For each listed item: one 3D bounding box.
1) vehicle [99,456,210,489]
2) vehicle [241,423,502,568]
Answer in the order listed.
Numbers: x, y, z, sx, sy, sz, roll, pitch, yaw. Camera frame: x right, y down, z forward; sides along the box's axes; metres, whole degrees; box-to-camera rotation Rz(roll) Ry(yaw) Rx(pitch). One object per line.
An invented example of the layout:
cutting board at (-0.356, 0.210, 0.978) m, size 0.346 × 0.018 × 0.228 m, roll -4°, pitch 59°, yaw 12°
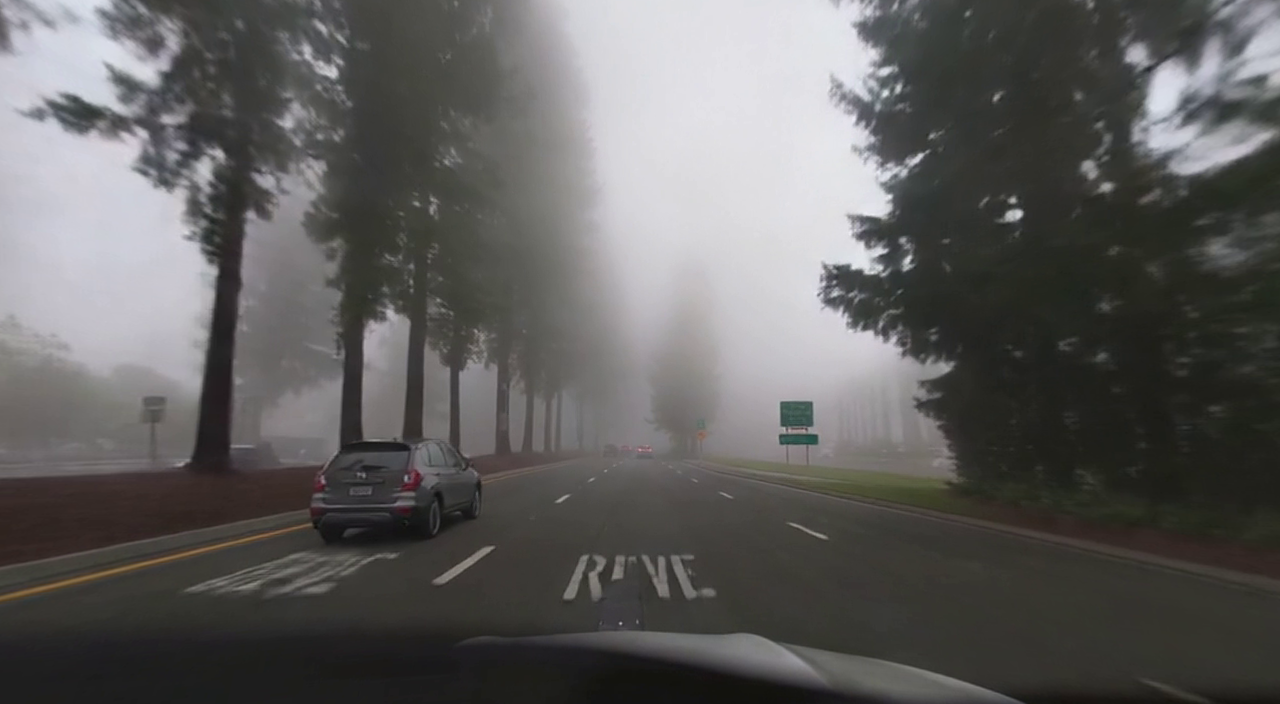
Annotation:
vehicle at (-24.521, 6.055, 32.168) m, size 1.985 × 1.464 × 4.698 m, roll 0°, pitch -9°, yaw -1°
vehicle at (-3.434, 1.904, 9.148) m, size 1.942 × 1.588 × 4.172 m, roll 0°, pitch -9°, yaw 0°
